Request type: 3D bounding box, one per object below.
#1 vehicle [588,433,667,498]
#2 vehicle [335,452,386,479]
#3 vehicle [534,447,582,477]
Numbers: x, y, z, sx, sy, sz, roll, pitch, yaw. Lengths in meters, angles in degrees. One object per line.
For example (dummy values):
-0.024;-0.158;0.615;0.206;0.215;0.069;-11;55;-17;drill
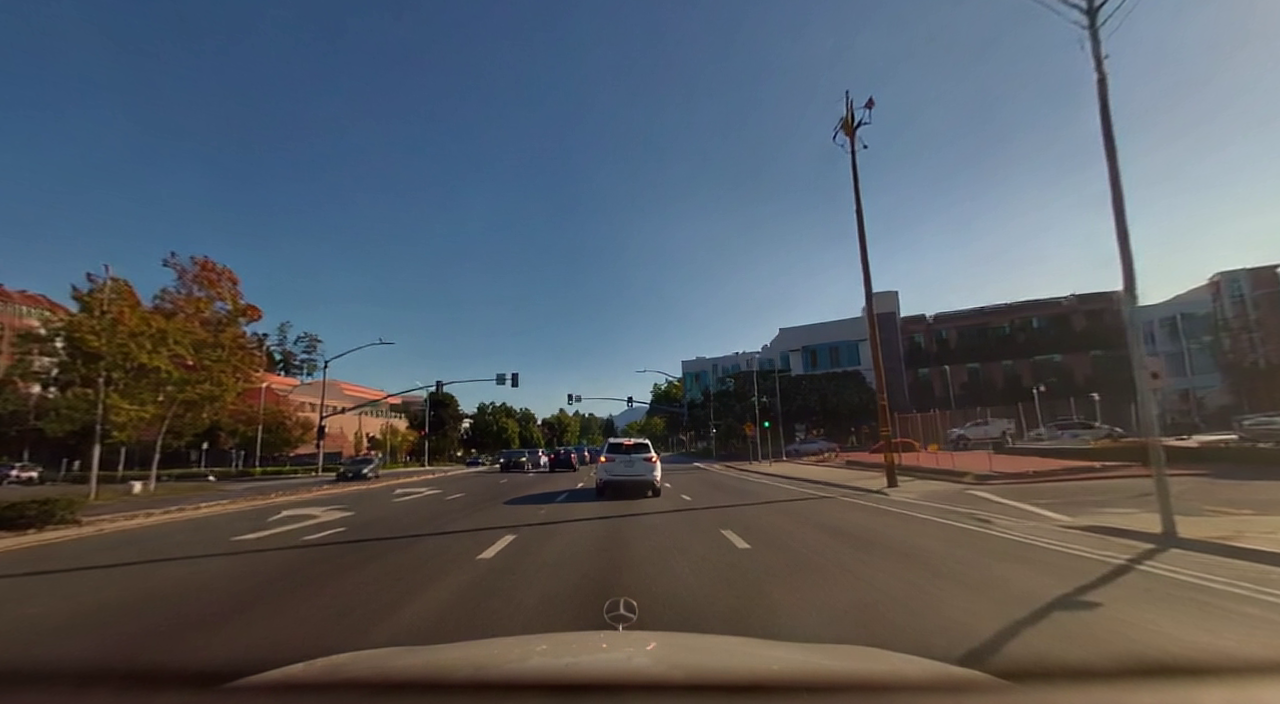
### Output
-0.390;3.460;19.615;2.188;1.782;3.982;0;-9;-2;vehicle
-19.579;7.963;44.487;1.986;1.704;4.546;1;-9;-7;vehicle
-4.275;5.841;33.777;2.075;1.474;4.367;0;-9;-1;vehicle
